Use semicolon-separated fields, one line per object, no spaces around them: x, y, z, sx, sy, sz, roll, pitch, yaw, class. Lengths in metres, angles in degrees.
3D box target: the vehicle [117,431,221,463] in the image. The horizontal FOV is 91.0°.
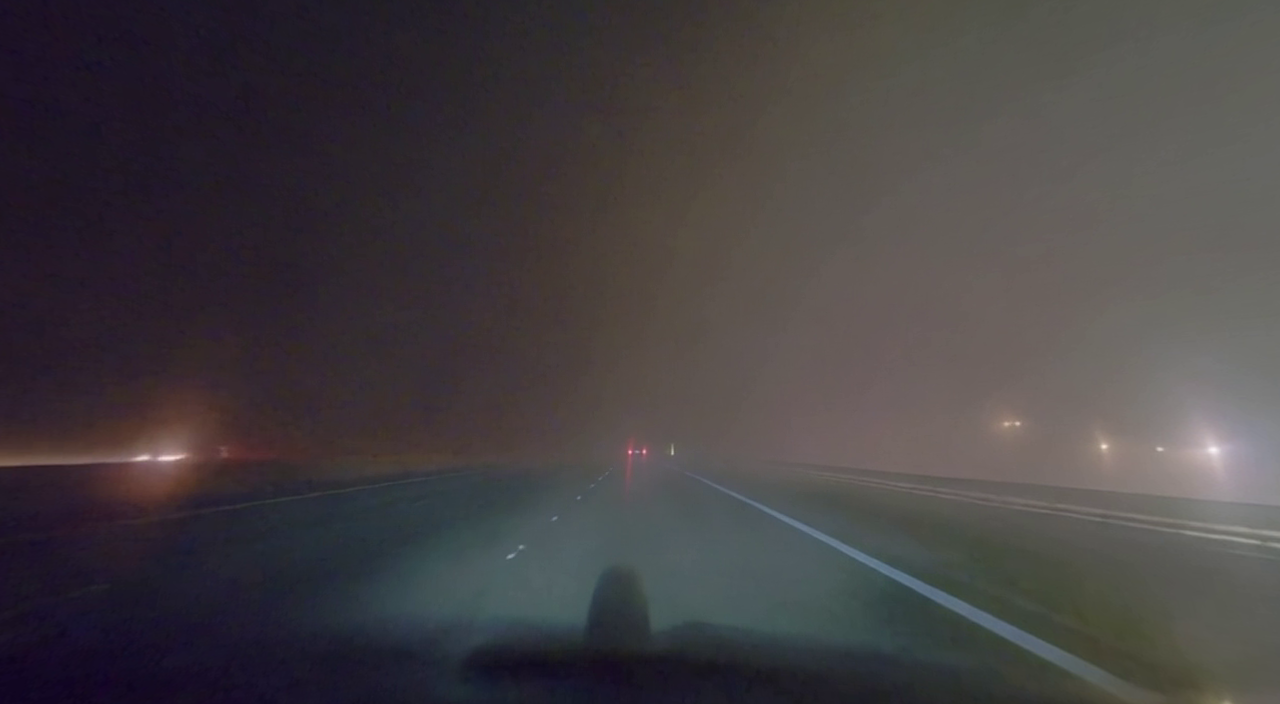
-24.571;4.993;33.057;1.914;1.593;4.501;0;-9;0;vehicle
